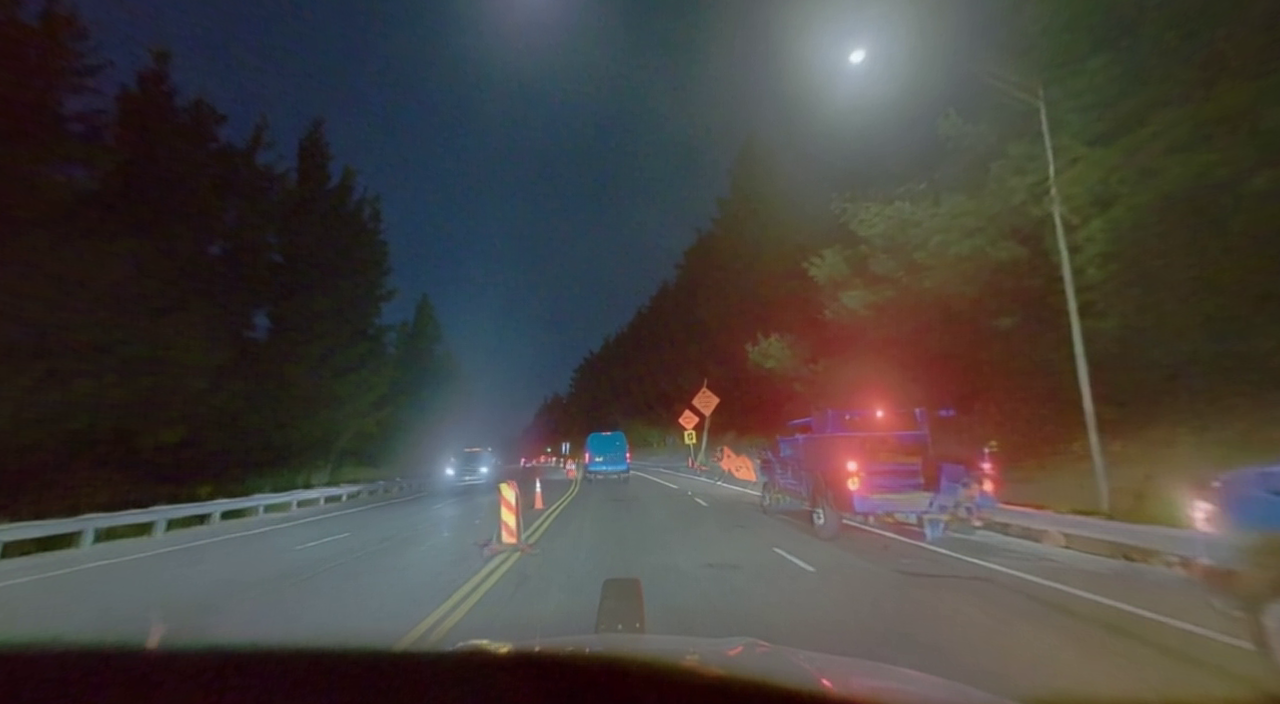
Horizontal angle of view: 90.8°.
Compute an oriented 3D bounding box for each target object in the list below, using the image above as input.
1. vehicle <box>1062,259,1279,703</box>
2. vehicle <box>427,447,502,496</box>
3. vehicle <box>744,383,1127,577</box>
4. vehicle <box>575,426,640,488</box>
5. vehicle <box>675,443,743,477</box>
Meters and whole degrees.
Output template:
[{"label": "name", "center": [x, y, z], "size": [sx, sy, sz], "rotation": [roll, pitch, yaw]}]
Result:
[{"label": "vehicle", "center": [4.186, 0.361, 0.801], "size": [2.613, 2.153, 6.713], "rotation": [0, -9, 0]}, {"label": "vehicle", "center": [-6.778, 4.628, 24.859], "size": [1.992, 1.712, 4.504], "rotation": [1, -9, -5]}, {"label": "vehicle", "center": [3.559, 1.816, 9.874], "size": [2.415, 1.932, 6.910], "rotation": [1, -9, -2]}, {"label": "vehicle", "center": [-1.441, 4.251, 25.765], "size": [2.362, 2.247, 4.892], "rotation": [1, -9, -6]}, {"label": "vehicle", "center": [2.907, 4.686, 27.500], "size": [2.277, 1.299, 3.889], "rotation": [-1, -9, -3]}]
